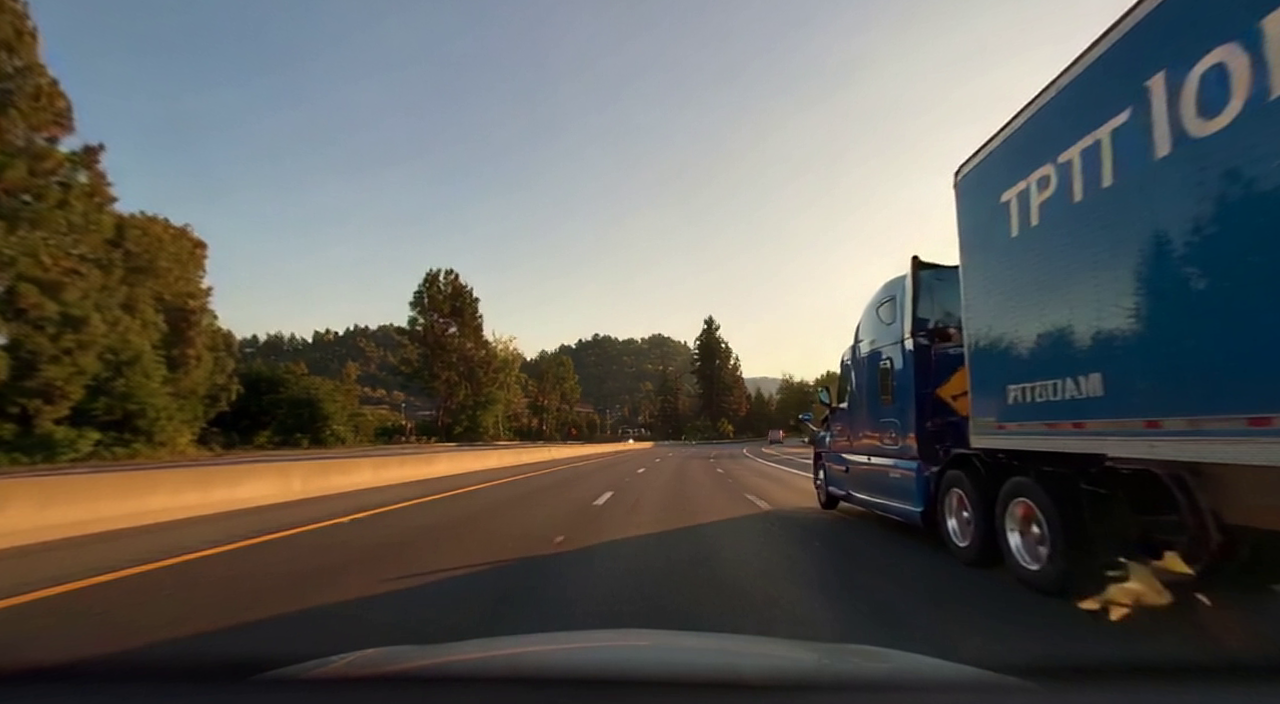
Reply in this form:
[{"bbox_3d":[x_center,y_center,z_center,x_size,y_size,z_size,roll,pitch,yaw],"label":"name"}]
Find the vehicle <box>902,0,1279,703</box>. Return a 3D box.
[{"bbox_3d":[4.666,-0.474,1.225,2.792,4.056,13.259,0,-8,1],"label":"vehicle"}]
